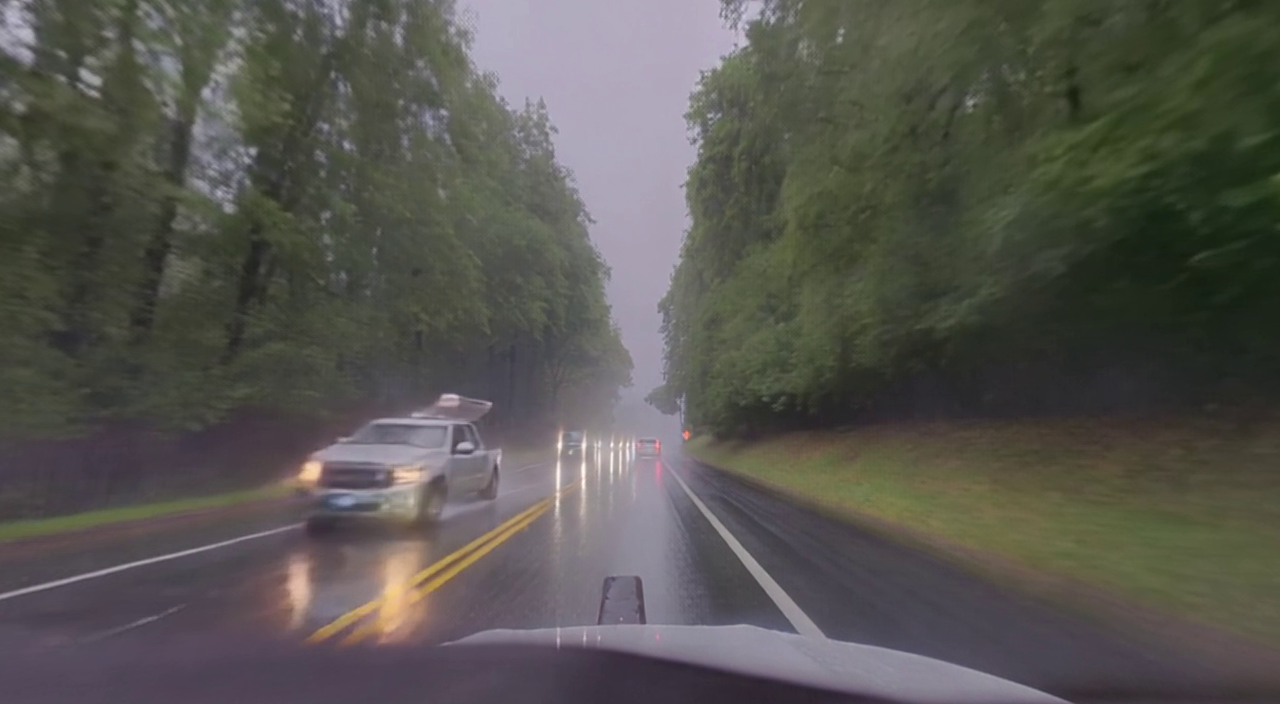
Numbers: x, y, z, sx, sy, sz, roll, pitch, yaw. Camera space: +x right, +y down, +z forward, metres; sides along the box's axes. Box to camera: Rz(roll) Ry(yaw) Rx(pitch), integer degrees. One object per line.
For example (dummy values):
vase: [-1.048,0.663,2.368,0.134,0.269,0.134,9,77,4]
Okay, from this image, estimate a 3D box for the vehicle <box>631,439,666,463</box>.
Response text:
vehicle: [0.549,6.291,40.249,2.067,1.486,3.861,0,-9,1]

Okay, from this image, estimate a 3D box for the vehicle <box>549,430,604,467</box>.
vehicle: [-3.665,5.724,37.511,2.461,2.030,5.478,-1,-9,2]

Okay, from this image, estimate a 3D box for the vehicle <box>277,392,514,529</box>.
vehicle: [-4.542,2.186,13.173,2.479,2.208,5.780,0,-9,2]
